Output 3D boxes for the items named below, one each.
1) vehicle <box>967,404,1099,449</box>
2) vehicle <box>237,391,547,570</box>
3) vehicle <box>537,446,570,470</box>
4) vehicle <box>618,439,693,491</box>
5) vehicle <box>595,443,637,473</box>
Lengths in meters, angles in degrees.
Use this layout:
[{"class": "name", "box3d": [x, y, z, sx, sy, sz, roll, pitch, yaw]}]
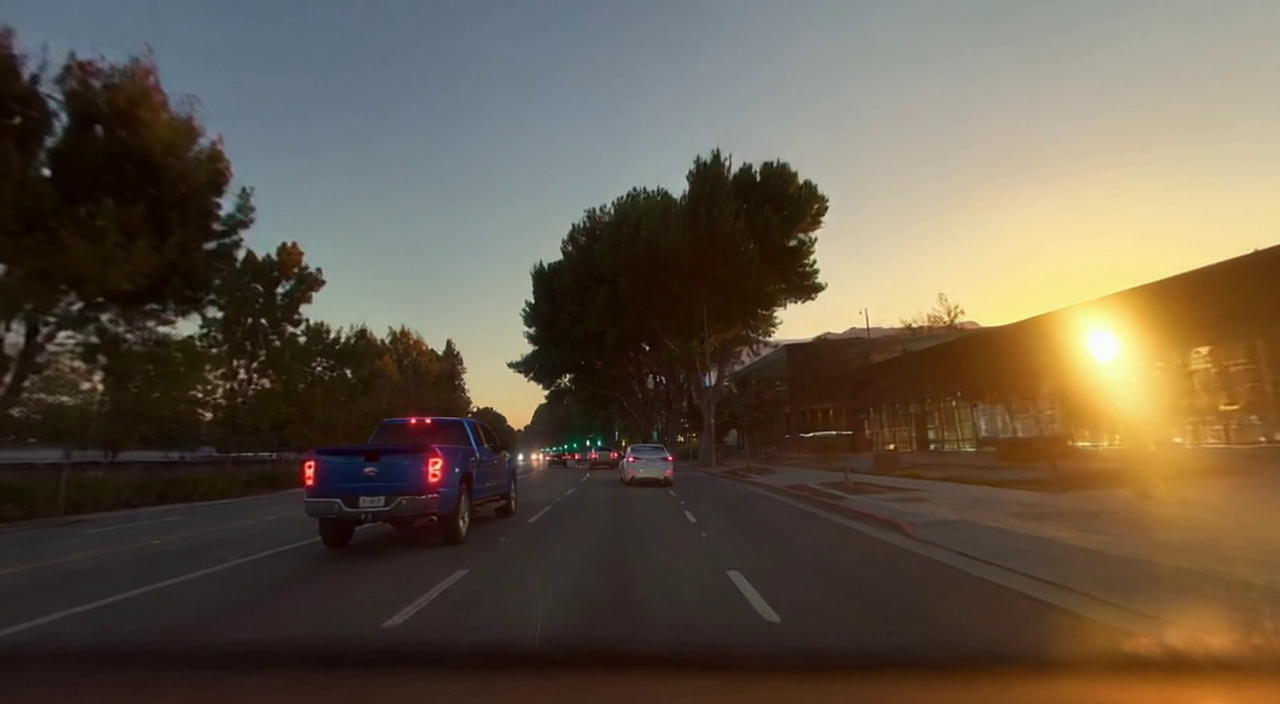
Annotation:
[{"class": "vehicle", "box3d": [22.264, 4.338, 36.069, 6.027, 2.377, 2.245, -4, -10, 26]}, {"class": "vehicle", "box3d": [-3.202, 1.879, 9.985, 2.512, 1.992, 5.725, 0, -9, 1]}, {"class": "vehicle", "box3d": [-5.650, 6.915, 41.064, 2.018, 1.458, 4.350, 1, -9, -8]}, {"class": "vehicle", "box3d": [0.395, 3.683, 20.798, 2.142, 1.528, 4.133, 1, -9, -3]}, {"class": "vehicle", "box3d": [-1.351, 5.769, 34.307, 2.047, 1.502, 3.873, 1, -9, -6]}]
